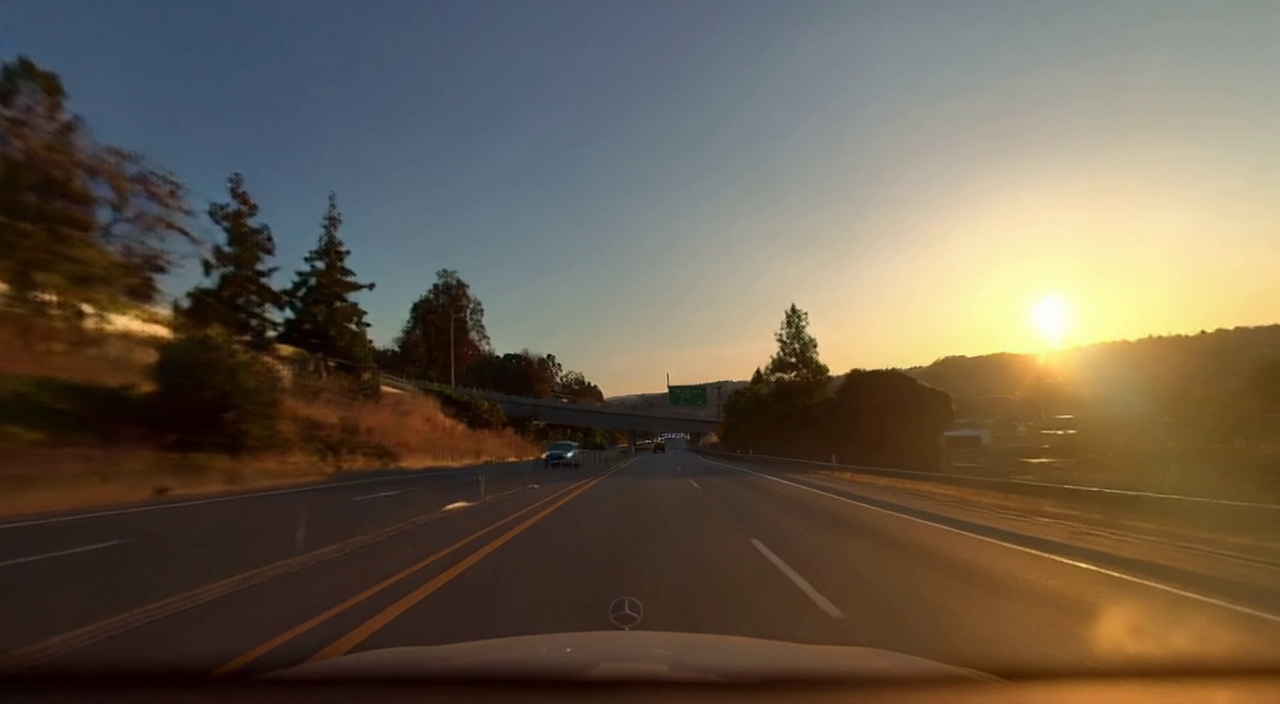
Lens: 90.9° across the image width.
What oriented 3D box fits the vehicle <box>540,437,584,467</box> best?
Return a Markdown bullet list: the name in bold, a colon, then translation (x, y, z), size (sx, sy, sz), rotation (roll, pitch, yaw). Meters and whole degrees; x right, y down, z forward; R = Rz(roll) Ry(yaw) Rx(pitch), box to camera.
- **vehicle**: translation (-5.313, 6.872, 43.453), size (2.341, 1.910, 4.785), rotation (0, -8, 1)
